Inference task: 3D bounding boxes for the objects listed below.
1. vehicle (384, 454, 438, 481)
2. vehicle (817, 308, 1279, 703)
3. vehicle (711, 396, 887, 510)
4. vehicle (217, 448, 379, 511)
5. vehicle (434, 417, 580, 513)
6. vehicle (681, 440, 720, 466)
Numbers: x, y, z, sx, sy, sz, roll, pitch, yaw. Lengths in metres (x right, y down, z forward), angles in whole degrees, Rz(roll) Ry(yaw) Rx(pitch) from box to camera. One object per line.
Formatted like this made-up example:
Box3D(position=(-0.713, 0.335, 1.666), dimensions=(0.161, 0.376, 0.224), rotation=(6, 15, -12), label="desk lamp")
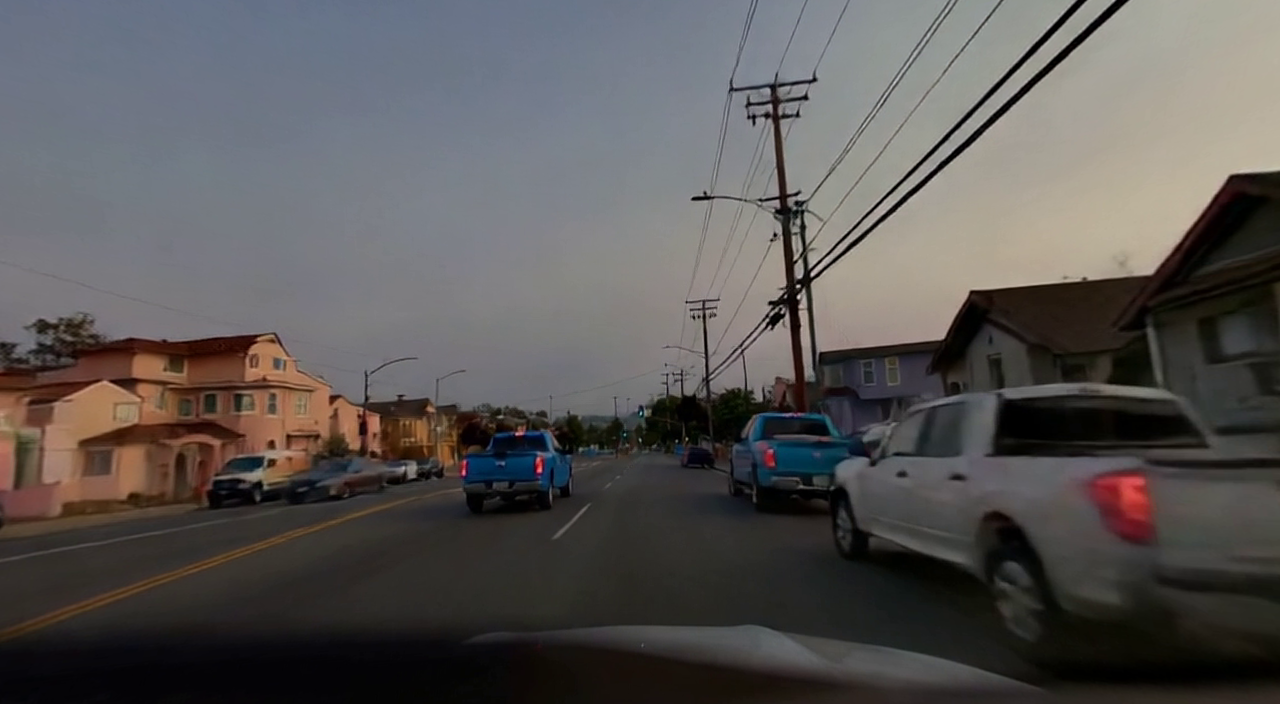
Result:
Box3D(position=(-15.225, 7.685, 42.168), dimensions=(2.026, 1.617, 3.933), rotation=(-1, -8, 2), label="vehicle")
Box3D(position=(3.144, 1.031, 4.848), dimensions=(2.052, 1.750, 4.679), rotation=(0, -9, -2), label="vehicle")
Box3D(position=(3.203, 2.305, 14.580), dimensions=(2.415, 2.004, 6.589), rotation=(-1, -9, 1), label="vehicle")
Box3D(position=(-11.636, 4.329, 22.099), dimensions=(2.429, 1.857, 5.587), rotation=(-1, -9, 2), label="vehicle")
Box3D(position=(-2.923, 2.672, 15.334), dimensions=(2.242, 1.890, 5.306), rotation=(-1, -9, 2), label="vehicle")
Box3D(position=(3.777, 6.398, 40.035), dimensions=(2.012, 1.491, 4.333), rotation=(-1, -9, 0), label="vehicle")
